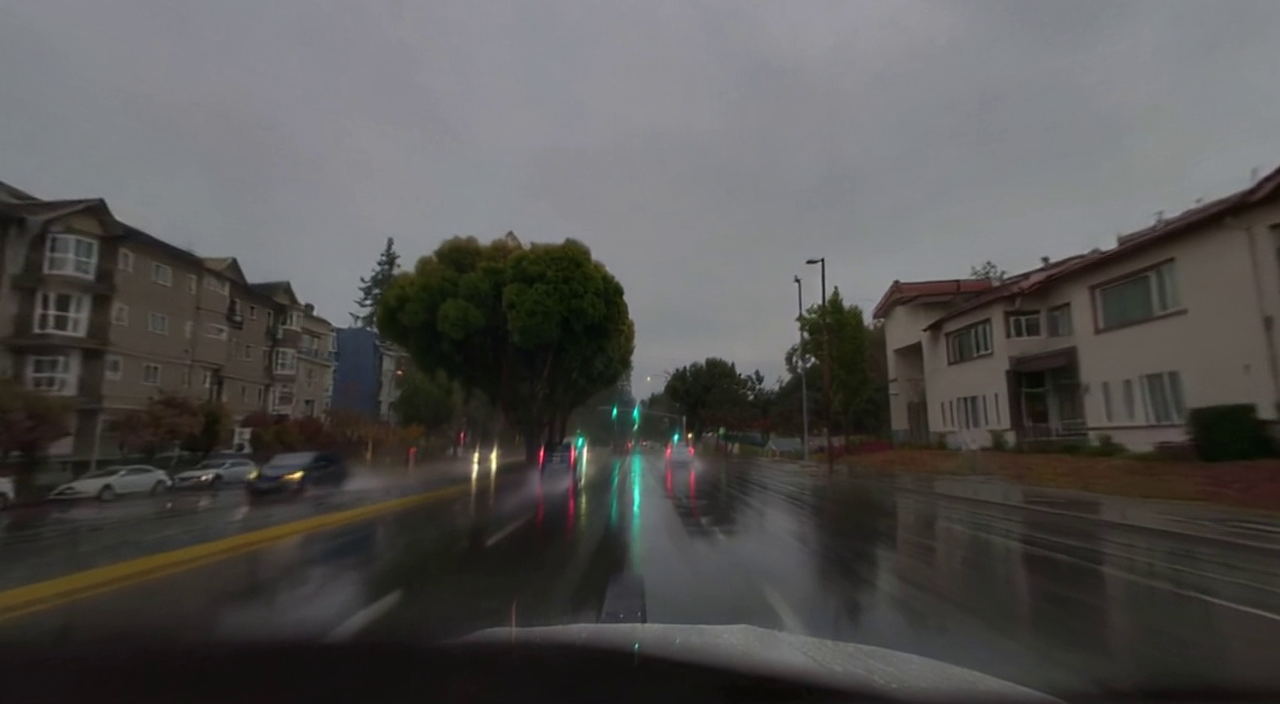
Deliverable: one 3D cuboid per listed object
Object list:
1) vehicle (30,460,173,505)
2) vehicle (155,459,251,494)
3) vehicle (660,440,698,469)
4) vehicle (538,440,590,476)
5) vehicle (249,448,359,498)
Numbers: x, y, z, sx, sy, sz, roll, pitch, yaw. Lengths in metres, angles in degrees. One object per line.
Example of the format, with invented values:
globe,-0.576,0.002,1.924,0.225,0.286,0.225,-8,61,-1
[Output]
vehicle,-22.864,5.524,27.142,1.938,1.613,4.830,0,-9,-1
vehicle,-22.800,6.468,33.208,1.918,1.586,4.366,0,-9,0
vehicle,2.417,6.507,40.313,2.018,1.719,4.369,0,-9,-1
vehicle,-3.786,5.373,32.250,2.083,1.685,4.069,-1,-9,1
vehicle,-11.681,4.182,22.248,1.838,1.588,3.658,0,-9,0
